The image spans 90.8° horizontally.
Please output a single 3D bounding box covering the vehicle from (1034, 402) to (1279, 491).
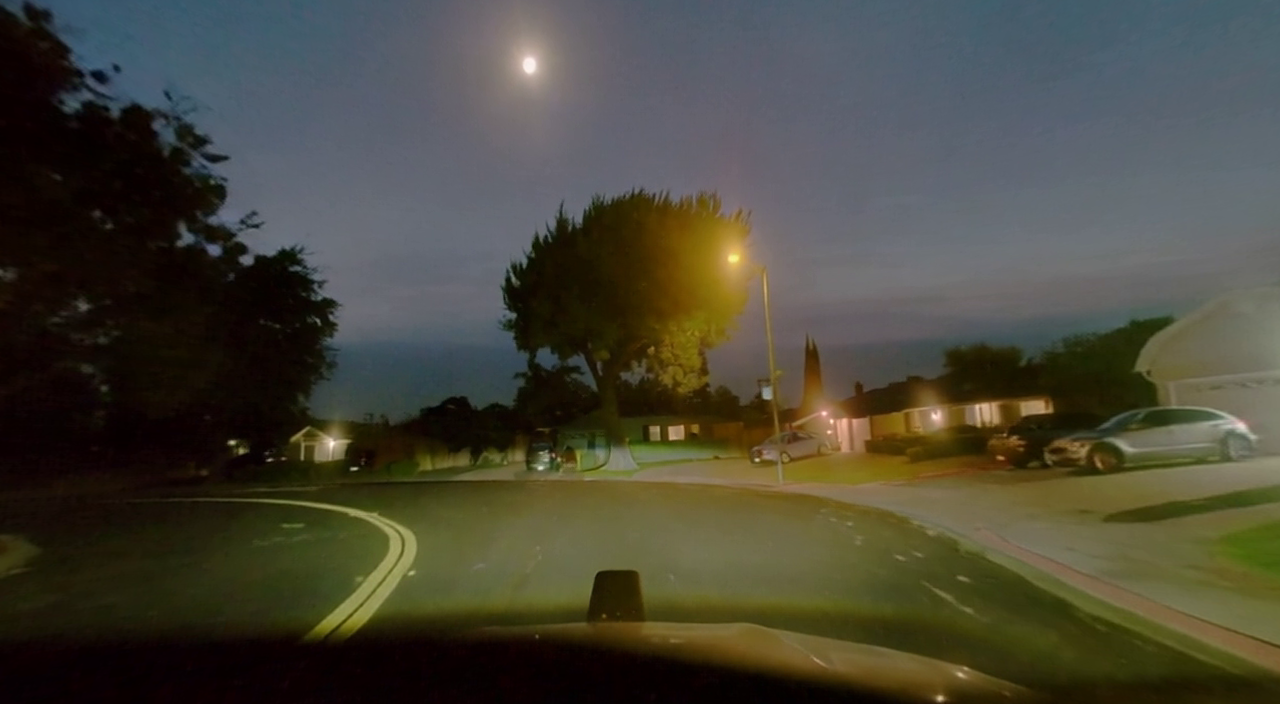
[{"bbox_3d":[11.793,2.127,14.296,4.327,1.573,1.967,-4,-9,0],"label":"vehicle"}]

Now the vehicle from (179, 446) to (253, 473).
[{"bbox_3d":[-27.194,6.898,40.712,2.042,1.633,4.132,0,-9,-3],"label":"vehicle"}]

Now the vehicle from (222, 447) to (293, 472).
[{"bbox_3d":[-24.546,6.895,40.747,1.933,1.477,4.361,0,-9,-1],"label":"vehicle"}]

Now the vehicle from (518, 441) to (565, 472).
[{"bbox_3d":[-5.443,5.786,35.374,1.819,1.442,4.329,-1,-6,2],"label":"vehicle"}]

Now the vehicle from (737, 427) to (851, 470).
[{"bbox_3d":[7.018,4.347,28.622,4.799,1.451,2.144,0,-7,-32],"label":"vehicle"}]
